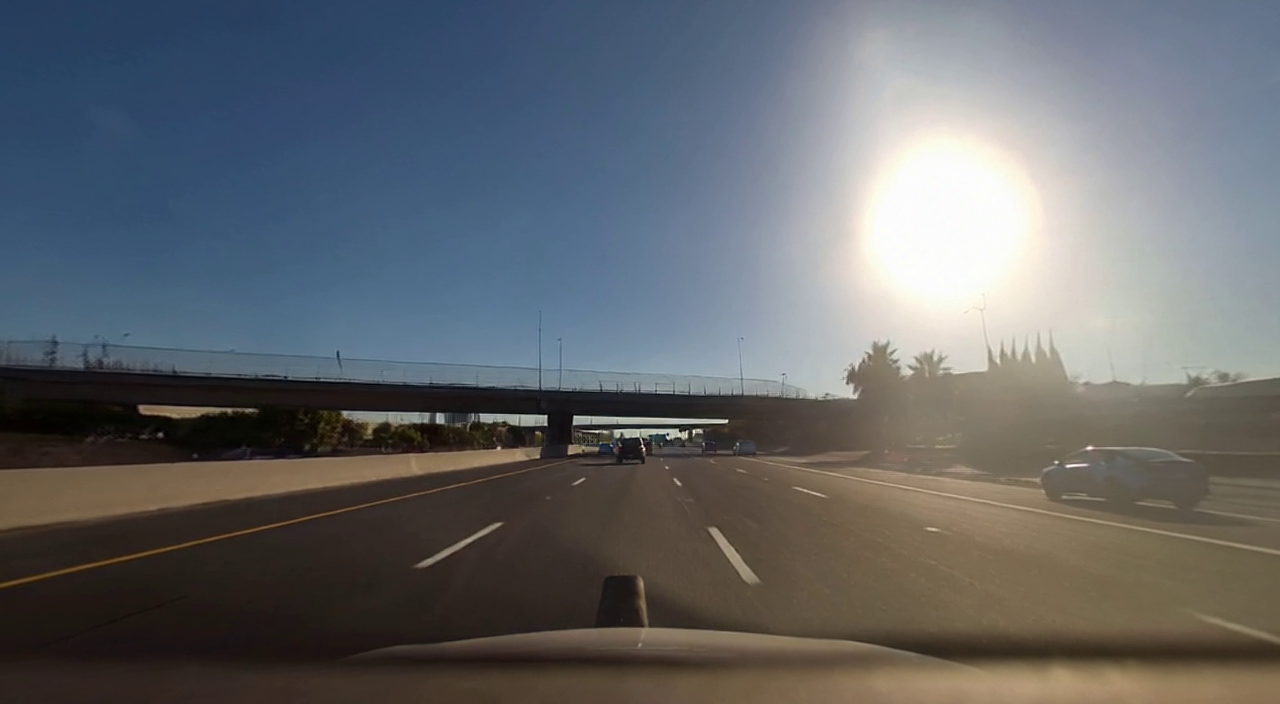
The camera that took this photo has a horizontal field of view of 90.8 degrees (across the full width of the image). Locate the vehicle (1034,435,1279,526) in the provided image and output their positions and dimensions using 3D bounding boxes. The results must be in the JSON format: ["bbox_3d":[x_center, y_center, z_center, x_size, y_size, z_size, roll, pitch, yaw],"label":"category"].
[{"bbox_3d":[10.091,2.384,12.338,1.900,1.432,4.519,0,-8,1],"label":"vehicle"}]

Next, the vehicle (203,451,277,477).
[{"bbox_3d":[-24.324,6.809,38.589,1.806,1.450,4.041,0,-8,1],"label":"vehicle"}]

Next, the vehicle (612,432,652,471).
[{"bbox_3d":[-0.357,5.084,32.297,1.893,1.827,4.513,0,-8,1],"label":"vehicle"}]
